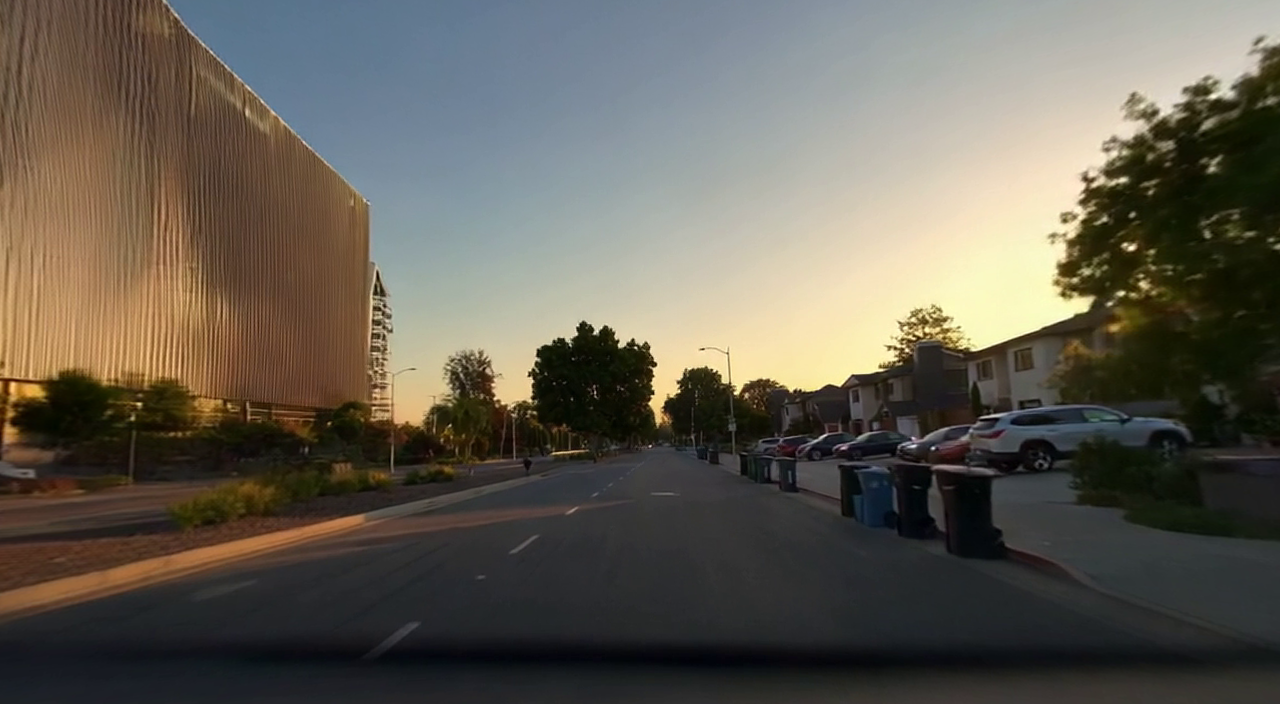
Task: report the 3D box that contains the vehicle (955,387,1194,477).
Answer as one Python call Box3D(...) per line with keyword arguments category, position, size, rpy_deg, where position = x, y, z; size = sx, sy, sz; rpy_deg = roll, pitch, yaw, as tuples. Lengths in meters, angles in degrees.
Box3D(category="vehicle", position=(12.473, 2.368, 18.449), size=(5.136, 1.945, 2.153), rpy_deg=(-6, -9, 3))

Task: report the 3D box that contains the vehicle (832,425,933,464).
Box3D(category="vehicle", position=(12.845, 4.947, 33.594), size=(4.478, 1.578, 1.944), rpy_deg=(-6, -9, 2))
